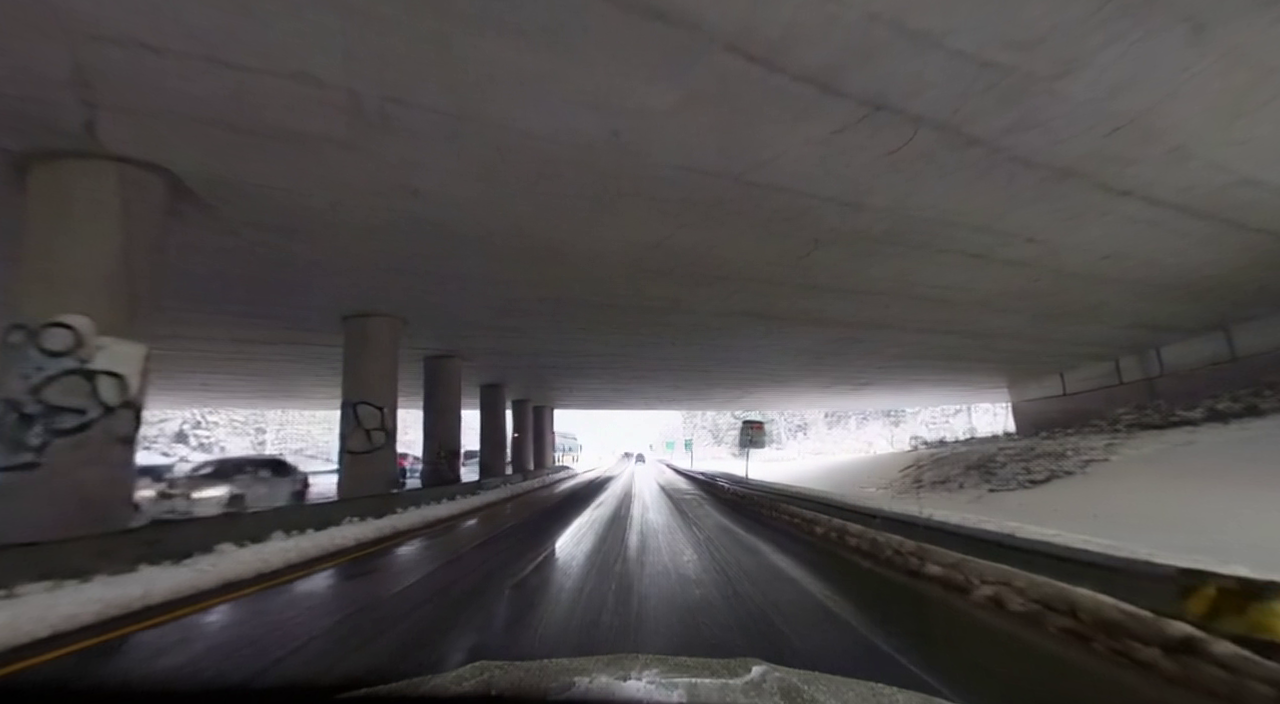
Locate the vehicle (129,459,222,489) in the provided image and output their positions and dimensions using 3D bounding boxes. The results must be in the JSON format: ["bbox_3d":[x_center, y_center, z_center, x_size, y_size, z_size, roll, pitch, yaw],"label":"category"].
[{"bbox_3d":[-25.883,6.810,35.376,1.846,1.463,4.395,0,-9,0],"label":"vehicle"}]

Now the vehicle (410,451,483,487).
[{"bbox_3d":[-9.235,5.599,30.549,1.979,1.600,4.516,0,-9,1],"label":"vehicle"}]

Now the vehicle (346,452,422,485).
[{"bbox_3d":[-13.665,6.239,34.035,2.059,1.615,4.688,0,-9,0],"label":"vehicle"}]
